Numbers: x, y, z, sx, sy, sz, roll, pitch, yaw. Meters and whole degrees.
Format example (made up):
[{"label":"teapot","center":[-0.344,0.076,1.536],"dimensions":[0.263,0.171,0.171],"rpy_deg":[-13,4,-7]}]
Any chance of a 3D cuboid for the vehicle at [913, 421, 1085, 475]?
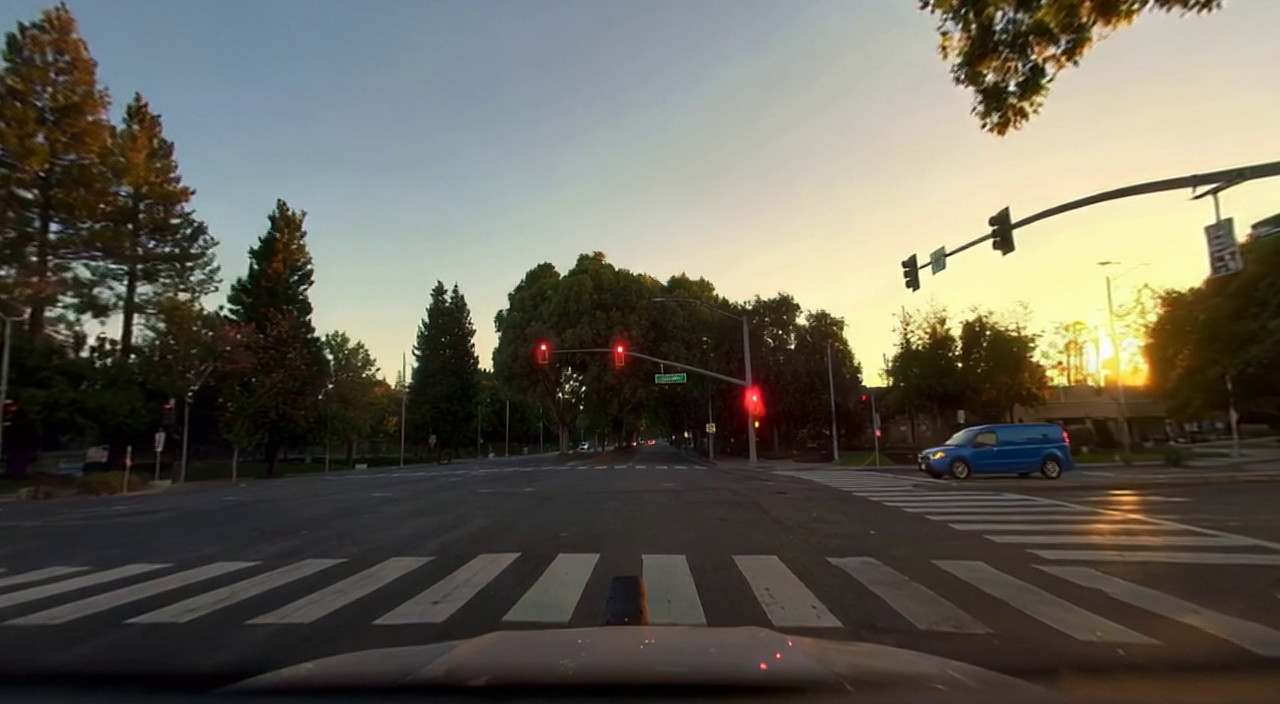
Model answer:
[{"label":"vehicle","center":[12.424,3.363,22.090],"dimensions":[4.790,1.798,1.909],"rpy_deg":[0,-8,1]}]
